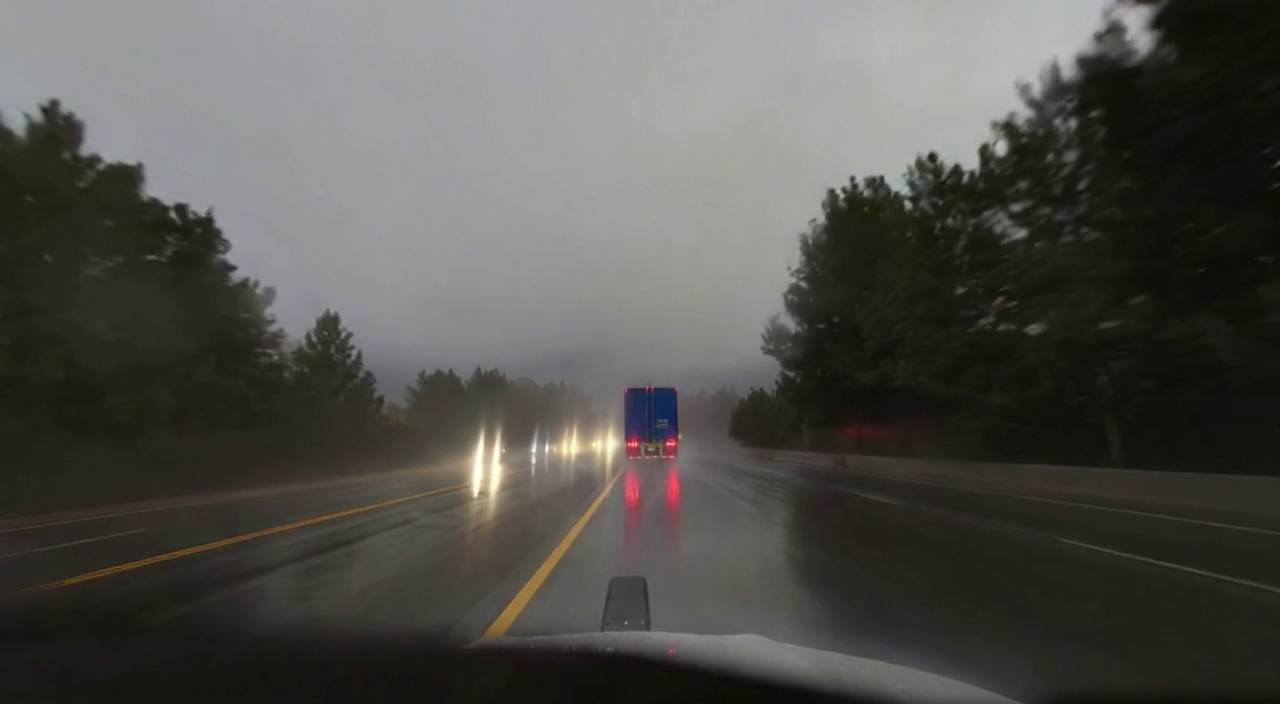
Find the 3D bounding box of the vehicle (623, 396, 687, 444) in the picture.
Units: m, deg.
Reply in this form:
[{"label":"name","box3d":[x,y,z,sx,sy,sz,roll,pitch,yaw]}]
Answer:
[{"label":"vehicle","box3d":[0.573,3.019,27.068,2.509,1.890,4.732,0,-8,0]}]

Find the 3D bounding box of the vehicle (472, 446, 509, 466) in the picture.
[{"label":"vehicle","box3d":[-11.663,8.109,49.227,1.761,1.520,4.276,0,-8,2]}]
